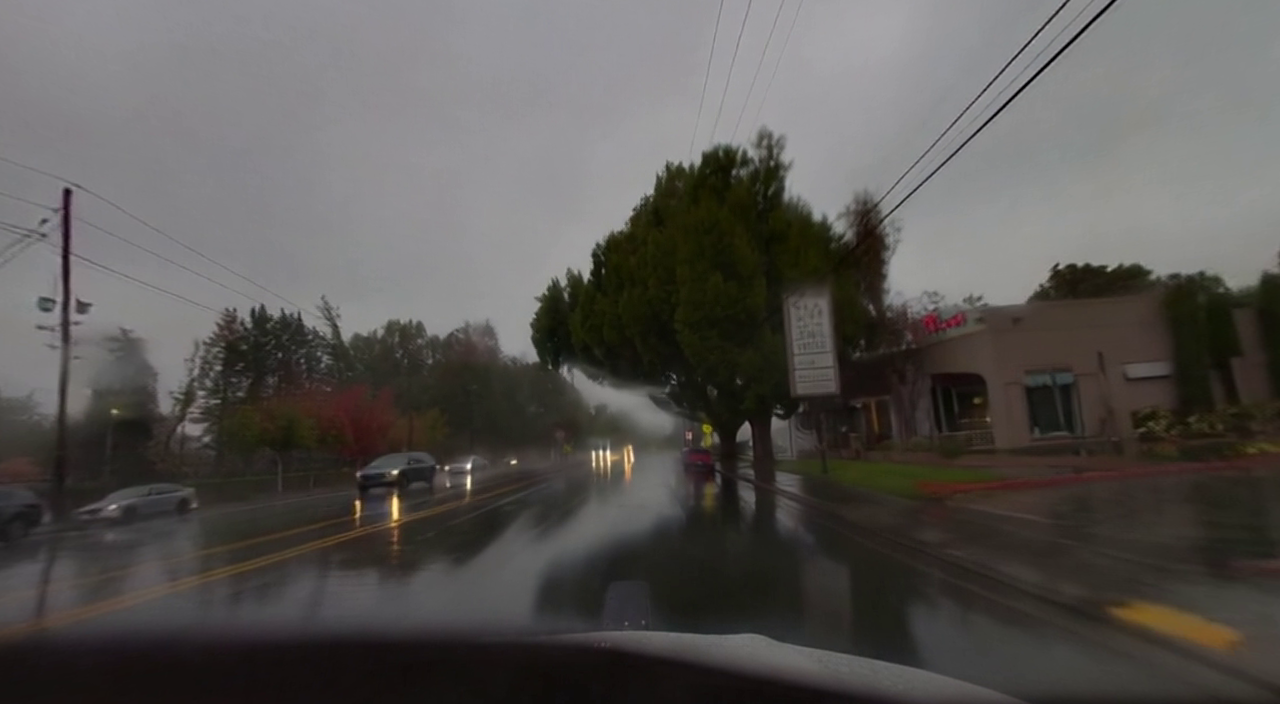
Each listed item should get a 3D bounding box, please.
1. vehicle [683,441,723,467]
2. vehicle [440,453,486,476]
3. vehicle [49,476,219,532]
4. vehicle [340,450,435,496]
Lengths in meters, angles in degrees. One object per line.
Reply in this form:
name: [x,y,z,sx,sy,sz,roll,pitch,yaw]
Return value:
vehicle: [3.842,6.320,39.263,2.041,1.523,4.281,0,-9,0]
vehicle: [-13.384,8.525,47.874,1.915,1.505,4.726,-3,-9,3]
vehicle: [-17.753,5.333,22.520,1.902,1.484,4.908,-1,-9,2]
vehicle: [-10.992,5.262,27.872,2.079,1.812,4.757,0,-9,2]
